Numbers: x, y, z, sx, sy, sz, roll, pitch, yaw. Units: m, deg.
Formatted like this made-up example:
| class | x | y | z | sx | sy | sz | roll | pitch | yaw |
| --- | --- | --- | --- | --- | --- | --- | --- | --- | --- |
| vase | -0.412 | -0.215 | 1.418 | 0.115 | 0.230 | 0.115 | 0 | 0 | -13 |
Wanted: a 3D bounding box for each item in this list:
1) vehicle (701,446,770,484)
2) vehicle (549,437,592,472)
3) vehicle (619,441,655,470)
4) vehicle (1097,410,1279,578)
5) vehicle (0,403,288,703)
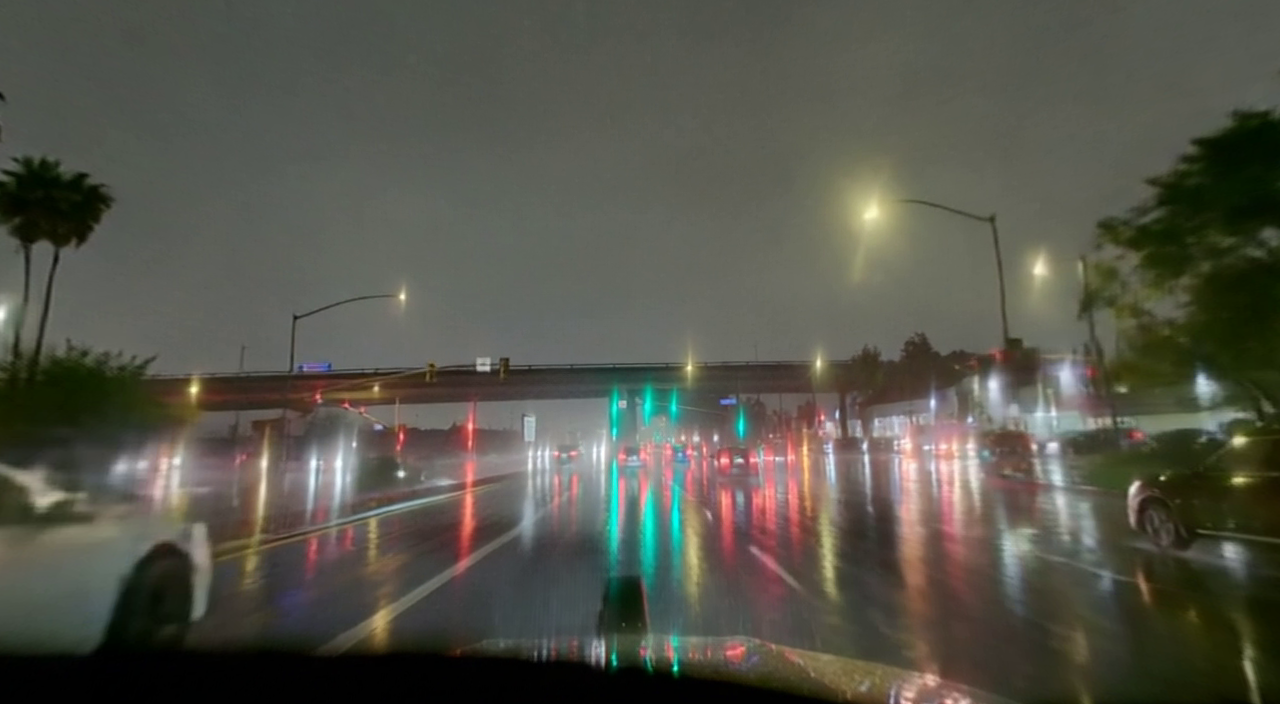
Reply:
| class | x | y | z | sx | sy | sz | roll | pitch | yaw |
| --- | --- | --- | --- | --- | --- | --- | --- | --- | --- |
| vehicle | 3.824 | 4.587 | 25.872 | 2.156 | 1.404 | 4.120 | 0 | -9 | 0 |
| vehicle | -4.524 | 6.499 | 39.979 | 2.485 | 2.012 | 5.498 | 1 | -9 | -9 |
| vehicle | -0.218 | 6.574 | 40.058 | 2.172 | 1.694 | 4.055 | 0 | -9 | 0 |
| vehicle | 7.329 | 1.460 | 6.563 | 1.964 | 1.647 | 4.114 | 0 | -8 | 0 |
| vehicle | -3.621 | 0.968 | 2.529 | 2.111 | 1.506 | 4.018 | 0 | -9 | -1 |
